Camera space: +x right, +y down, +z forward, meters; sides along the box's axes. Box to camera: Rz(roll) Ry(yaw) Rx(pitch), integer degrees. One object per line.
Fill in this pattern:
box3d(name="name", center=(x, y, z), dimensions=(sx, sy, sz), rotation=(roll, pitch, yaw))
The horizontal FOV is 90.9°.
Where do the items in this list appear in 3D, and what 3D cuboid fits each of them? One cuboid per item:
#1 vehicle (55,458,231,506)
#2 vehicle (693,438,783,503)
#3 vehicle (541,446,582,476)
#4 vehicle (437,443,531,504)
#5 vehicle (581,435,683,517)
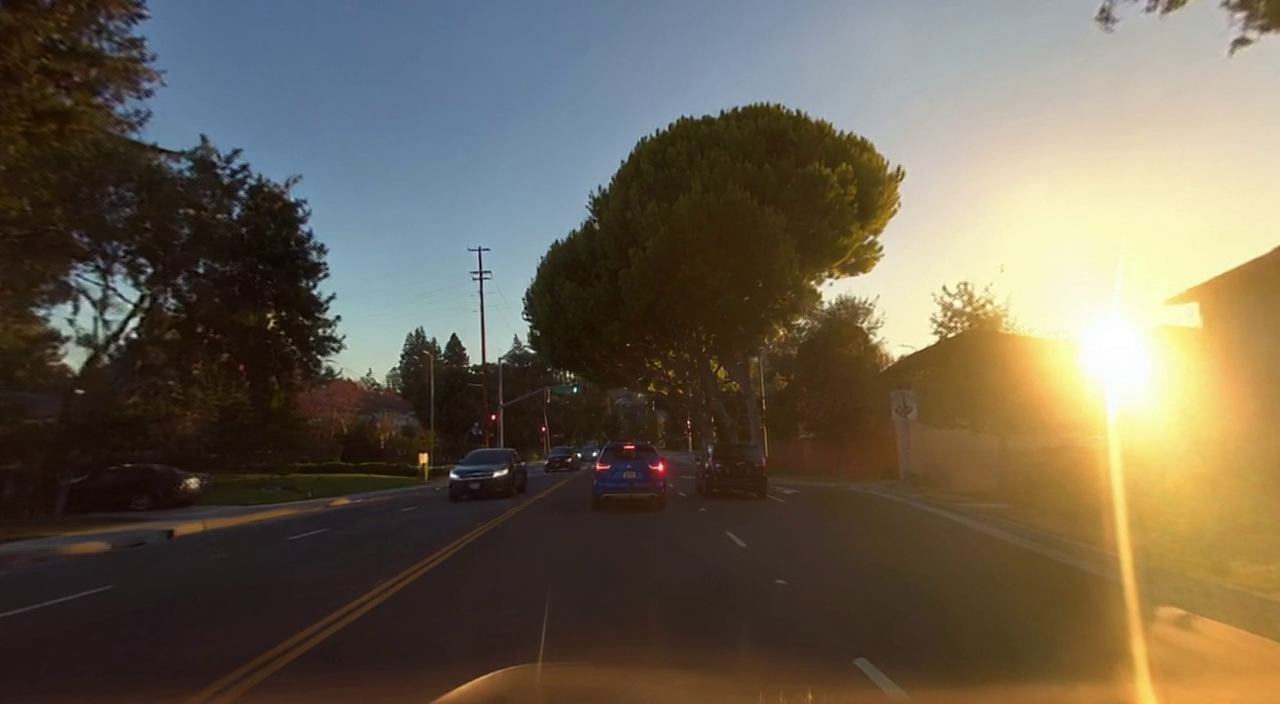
box3d(name="vehicle", center=(-16.493, 4.308, 21.084), dimensions=(4.245, 1.446, 1.827), rotation=(0, -8, -2))
box3d(name="vehicle", center=(2.832, 3.547, 19.320), dimensions=(1.967, 1.756, 4.281), rotation=(0, -8, -1))
box3d(name="vehicle", center=(-5.314, 7.427, 43.334), dimensions=(2.197, 1.882, 4.973), rotation=(0, -8, 0))
box3d(name="vehicle", center=(-4.817, 3.782, 20.080), dimensions=(2.063, 1.727, 3.923), rotation=(0, -8, -1))
box3d(name="vehicle", center=(-0.196, 2.941, 15.458), dimensions=(2.151, 1.695, 4.100), rotation=(0, -8, -1))
